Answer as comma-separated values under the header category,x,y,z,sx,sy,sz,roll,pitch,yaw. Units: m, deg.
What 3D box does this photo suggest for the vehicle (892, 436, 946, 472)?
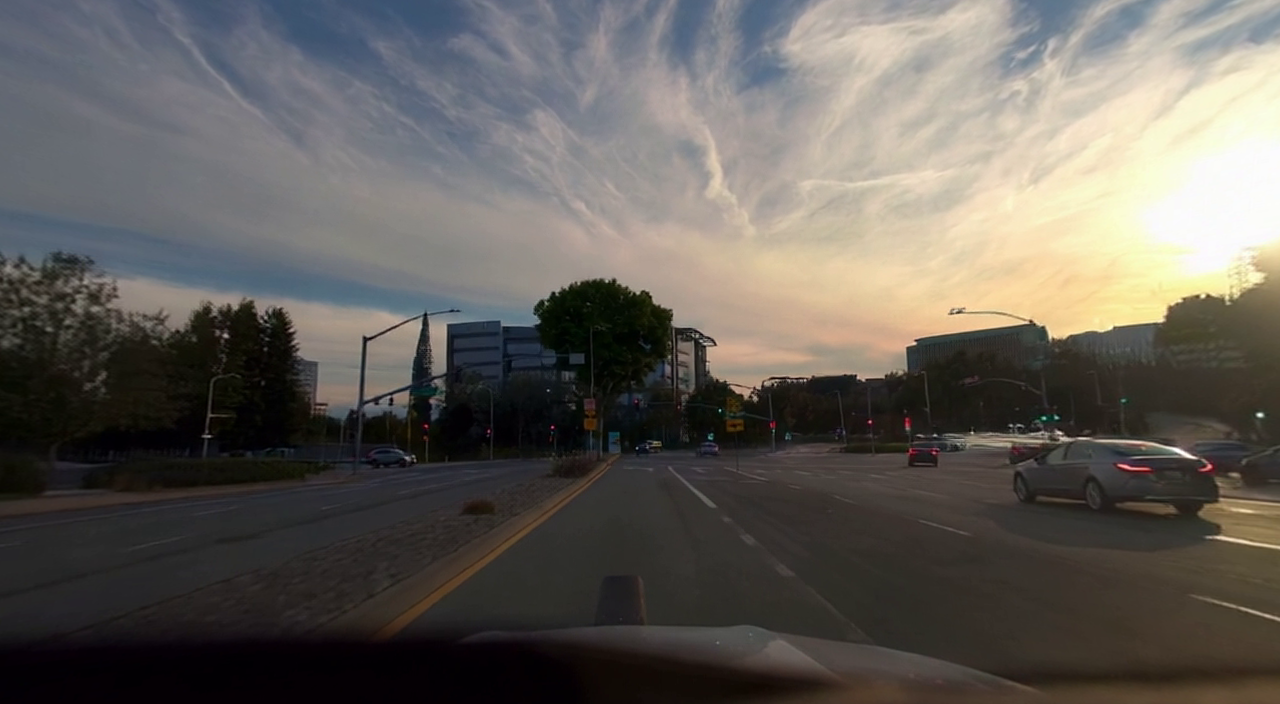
category,x,y,z,sx,sy,sz,roll,pitch,yaw
vehicle,15.325,5.621,34.954,1.951,1.843,4.335,-2,-9,14

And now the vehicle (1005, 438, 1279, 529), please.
category,x,y,z,sx,sy,sz,roll,pitch,yaw
vehicle,9.747,2.524,12.849,1.933,1.500,4.458,0,-8,-1
